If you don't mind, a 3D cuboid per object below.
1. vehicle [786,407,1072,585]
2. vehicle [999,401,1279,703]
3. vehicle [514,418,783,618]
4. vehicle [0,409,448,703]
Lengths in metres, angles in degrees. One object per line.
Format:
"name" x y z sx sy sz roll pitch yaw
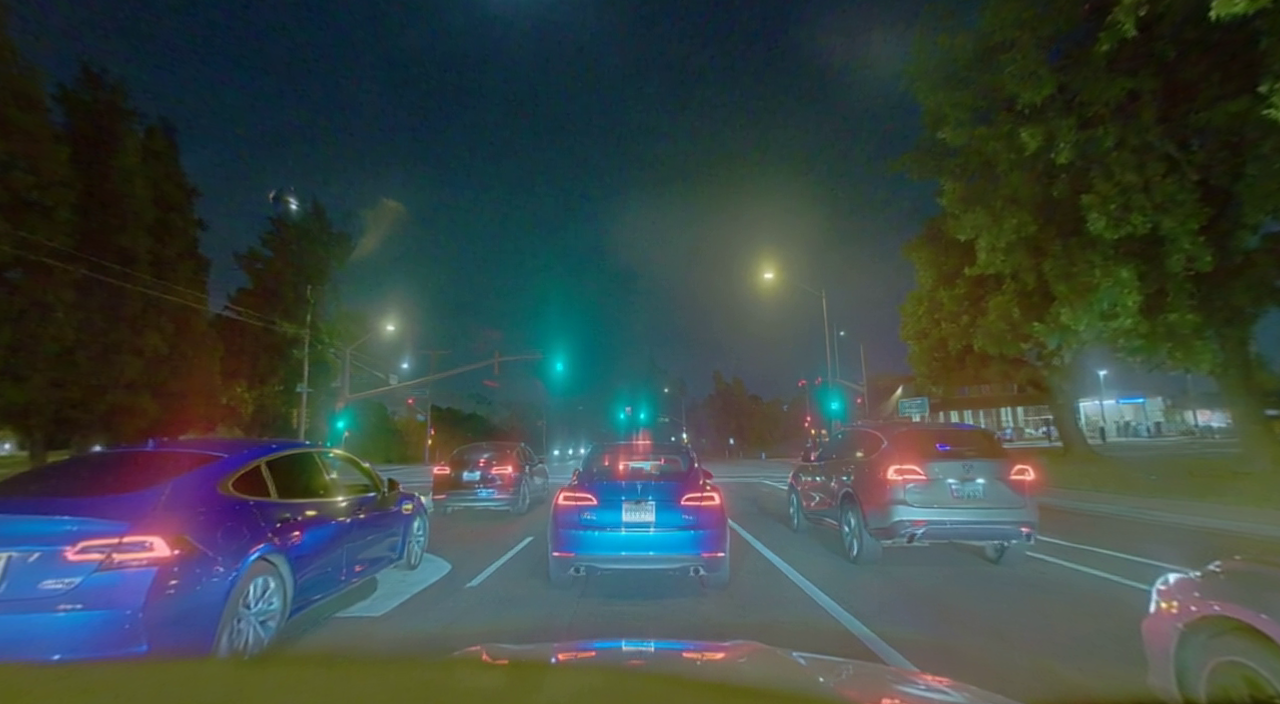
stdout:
"vehicle" 3.403 1.763 8.465 1.938 1.732 4.006 2 -9 0
"vehicle" 3.309 0.853 1.704 1.951 1.522 4.614 0 -8 0
"vehicle" 0.032 1.642 7.219 2.144 1.563 4.218 0 -8 -1
"vehicle" -3.083 1.285 4.508 2.015 1.478 4.407 0 -8 0
